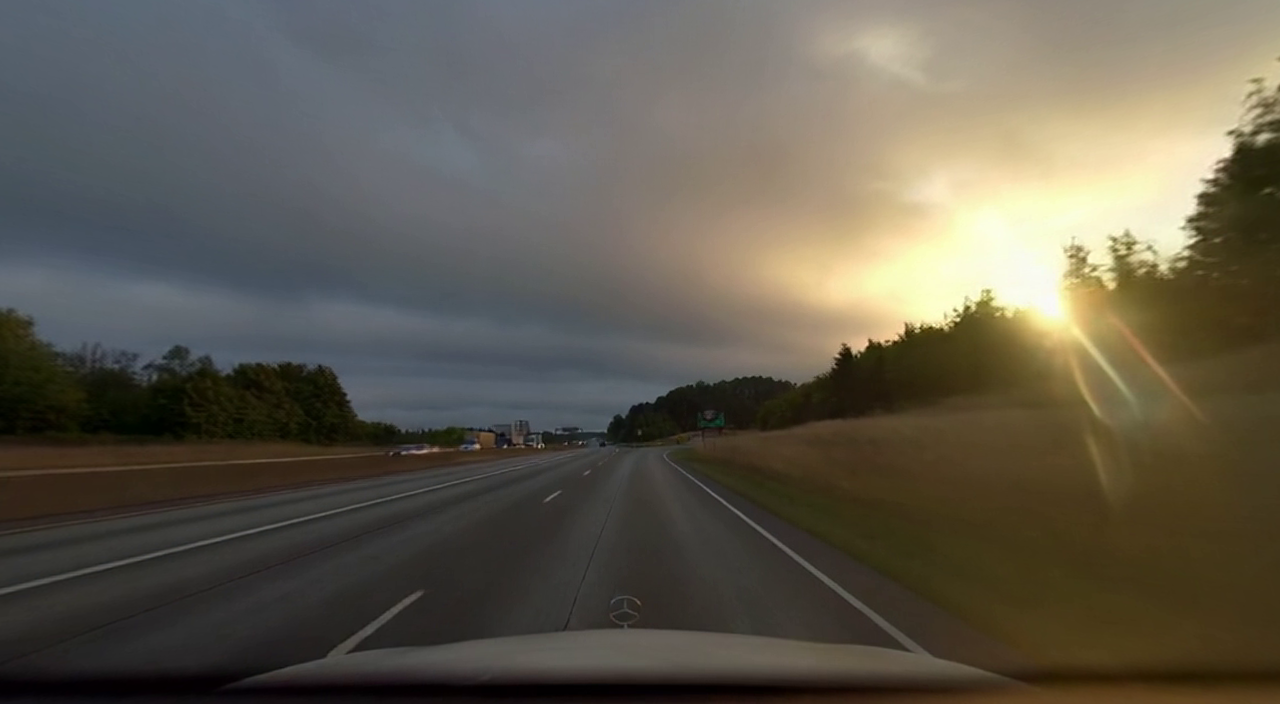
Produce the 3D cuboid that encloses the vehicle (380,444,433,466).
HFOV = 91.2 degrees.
[{"bbox_3d":[-16.642,7.333,44.951,1.888,1.502,4.814,0,-8,0],"label":"vehicle"}]
